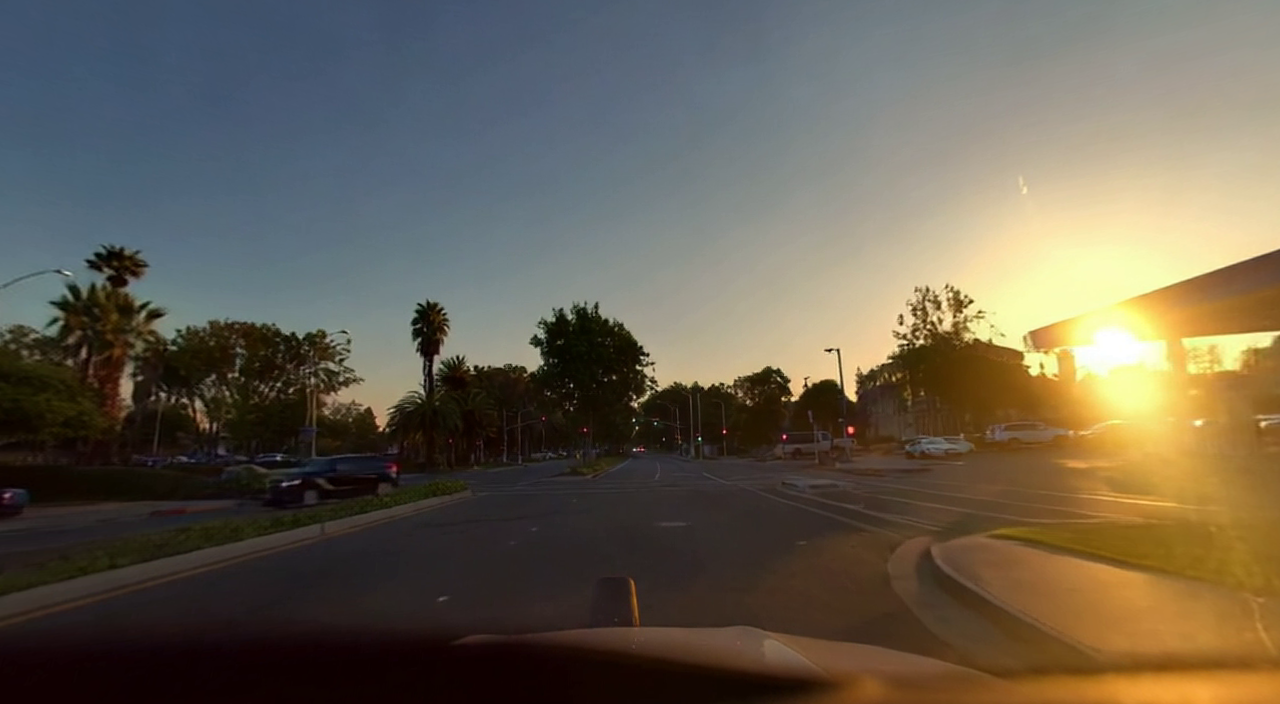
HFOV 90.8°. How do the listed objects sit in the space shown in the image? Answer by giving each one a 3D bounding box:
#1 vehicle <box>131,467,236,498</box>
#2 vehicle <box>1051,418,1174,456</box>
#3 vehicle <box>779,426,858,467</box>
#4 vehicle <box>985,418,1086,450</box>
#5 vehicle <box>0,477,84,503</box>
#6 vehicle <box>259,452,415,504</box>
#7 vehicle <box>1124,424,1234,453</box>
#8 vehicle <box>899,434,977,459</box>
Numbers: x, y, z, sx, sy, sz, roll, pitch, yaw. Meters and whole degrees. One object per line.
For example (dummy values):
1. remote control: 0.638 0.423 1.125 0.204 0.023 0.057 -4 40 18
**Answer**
1. vehicle: -25.603 7.319 35.528 4.407 1.565 1.861 0 -9 2
2. vehicle: 30.334 5.498 40.696 6.052 2.171 2.511 -1 -8 -7
3. vehicle: 13.320 7.222 48.331 2.944 2.783 10.332 0 -9 -1
4. vehicle: 28.941 6.060 46.417 5.625 2.303 2.592 0 -9 2
5. vehicle: -37.828 8.612 39.473 4.182 1.452 1.954 0 -9 -1
6. vehicle: -10.002 4.145 21.369 1.920 1.496 4.763 -3 -9 19
7. vehicle: 30.360 4.902 35.681 4.286 1.519 2.070 -1 -9 -3
8. vehicle: 21.635 6.859 45.954 4.578 1.756 2.042 1 -9 -5
